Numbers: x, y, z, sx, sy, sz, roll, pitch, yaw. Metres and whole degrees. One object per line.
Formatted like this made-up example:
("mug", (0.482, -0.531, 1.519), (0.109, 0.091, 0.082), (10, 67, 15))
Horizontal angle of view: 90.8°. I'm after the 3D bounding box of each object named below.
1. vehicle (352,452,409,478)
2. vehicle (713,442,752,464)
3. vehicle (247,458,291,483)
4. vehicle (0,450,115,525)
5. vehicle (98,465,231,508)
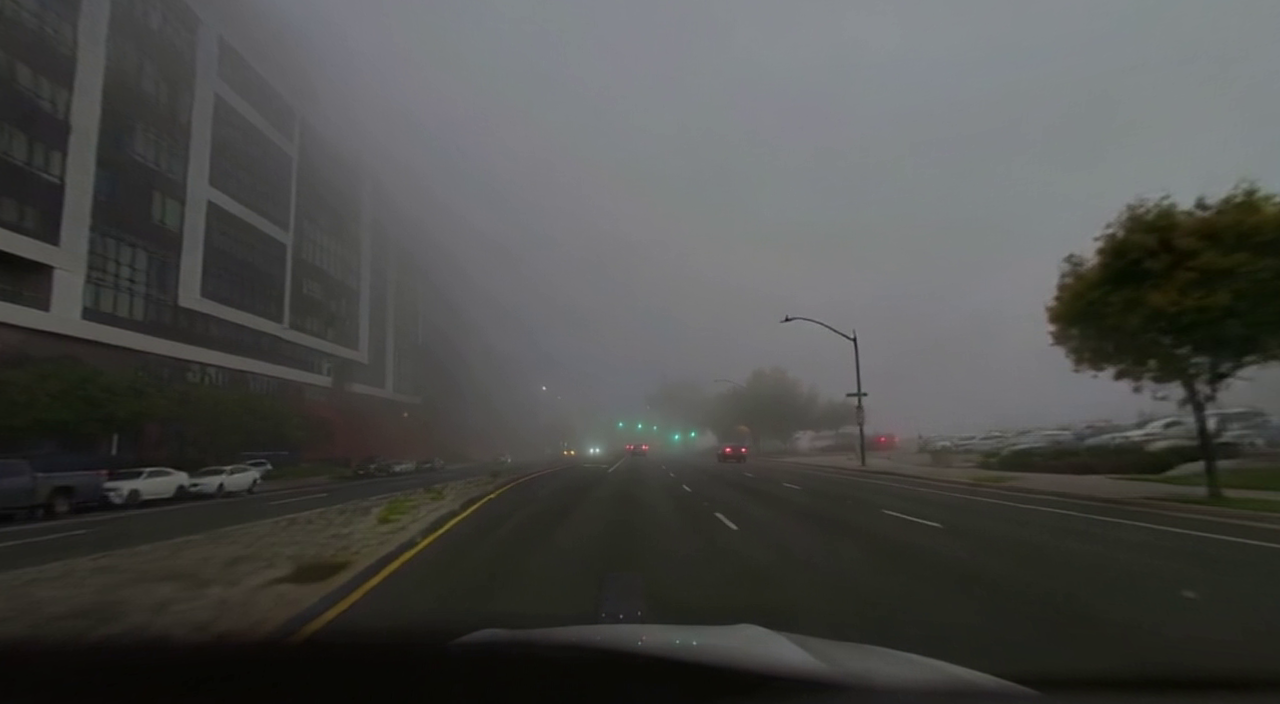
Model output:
("vehicle", (-18.696, 8.133, 45.843), (2.047, 1.756, 4.844), (0, -9, 0))
("vehicle", (6.417, 7.092, 44.285), (1.992, 1.447, 4.414), (0, -9, -1))
("vehicle", (-25.721, 8.217, 43.916), (2.099, 1.561, 4.013), (4, -9, -24))
("vehicle", (-19.106, 3.889, 18.244), (2.373, 2.077, 6.457), (0, -9, -1))
("vehicle", (-19.031, 5.361, 25.577), (1.850, 1.451, 4.450), (0, -9, 1))
